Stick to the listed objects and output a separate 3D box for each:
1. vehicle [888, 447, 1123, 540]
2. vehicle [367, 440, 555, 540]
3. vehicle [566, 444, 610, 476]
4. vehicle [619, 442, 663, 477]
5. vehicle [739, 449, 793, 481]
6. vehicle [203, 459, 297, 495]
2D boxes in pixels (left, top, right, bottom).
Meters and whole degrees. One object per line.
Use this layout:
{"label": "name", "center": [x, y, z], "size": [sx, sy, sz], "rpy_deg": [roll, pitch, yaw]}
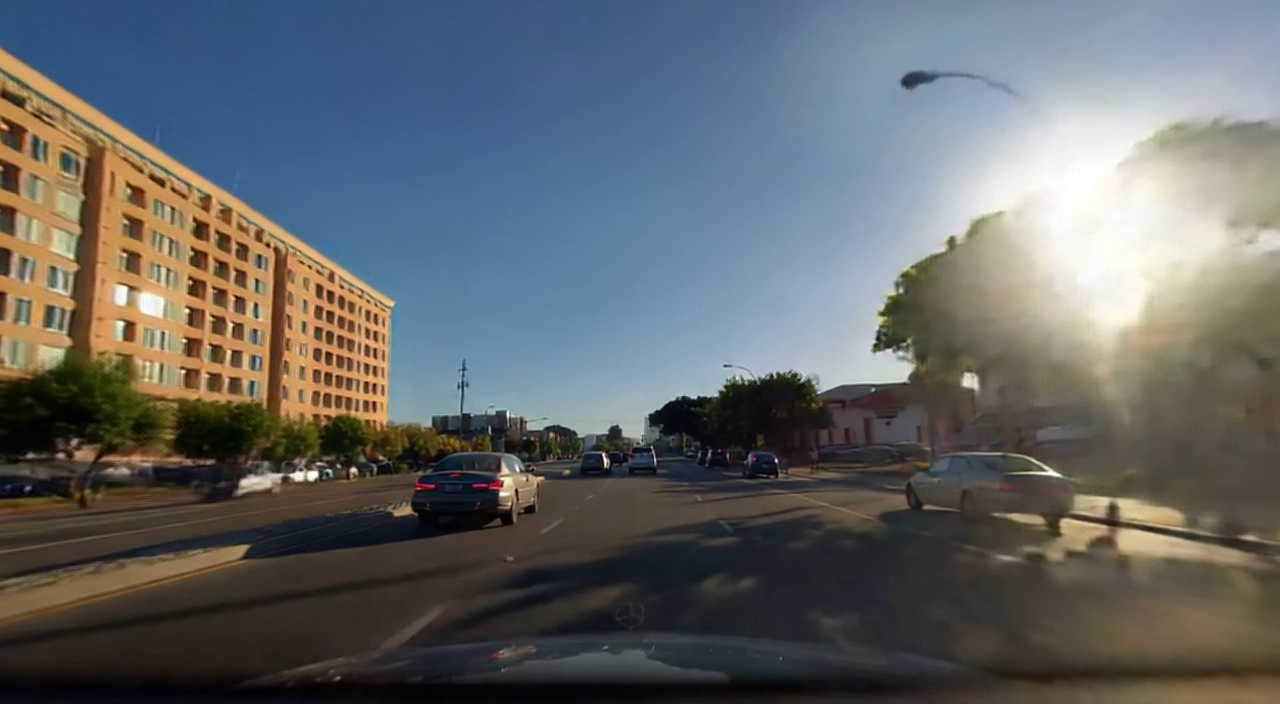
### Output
{"label": "vehicle", "center": [6.768, 2.620, 12.430], "size": [1.865, 1.458, 4.605], "rpy_deg": [0, -9, 0]}
{"label": "vehicle", "center": [-3.006, 2.436, 11.772], "size": [2.095, 1.486, 4.411], "rpy_deg": [0, -9, 2]}
{"label": "vehicle", "center": [-3.009, 6.398, 37.621], "size": [2.117, 1.799, 4.442], "rpy_deg": [0, -9, 2]}
{"label": "vehicle", "center": [0.076, 6.066, 35.734], "size": [2.304, 1.795, 4.526], "rpy_deg": [0, -9, 1]}
{"label": "vehicle", "center": [6.108, 5.503, 30.995], "size": [1.884, 1.458, 4.245], "rpy_deg": [0, -9, 2]}
{"label": "vehicle", "center": [-20.388, 6.529, 33.245], "size": [2.014, 1.663, 4.472], "rpy_deg": [0, -9, 1]}
